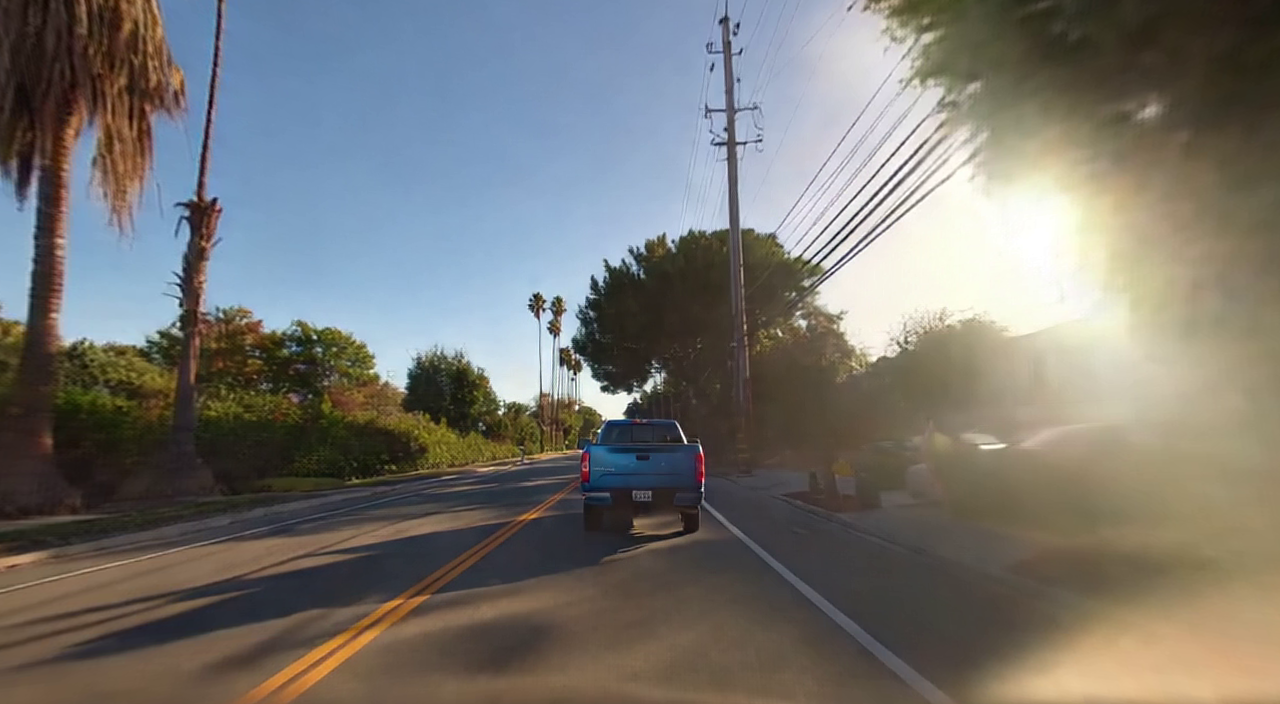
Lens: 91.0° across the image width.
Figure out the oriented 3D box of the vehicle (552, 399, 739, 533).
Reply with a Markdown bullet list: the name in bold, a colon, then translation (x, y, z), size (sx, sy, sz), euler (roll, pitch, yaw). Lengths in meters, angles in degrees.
- **vehicle**: translation (0.044, 2.154, 12.494), size (2.803, 2.005, 5.885), euler (0, -8, -1)
